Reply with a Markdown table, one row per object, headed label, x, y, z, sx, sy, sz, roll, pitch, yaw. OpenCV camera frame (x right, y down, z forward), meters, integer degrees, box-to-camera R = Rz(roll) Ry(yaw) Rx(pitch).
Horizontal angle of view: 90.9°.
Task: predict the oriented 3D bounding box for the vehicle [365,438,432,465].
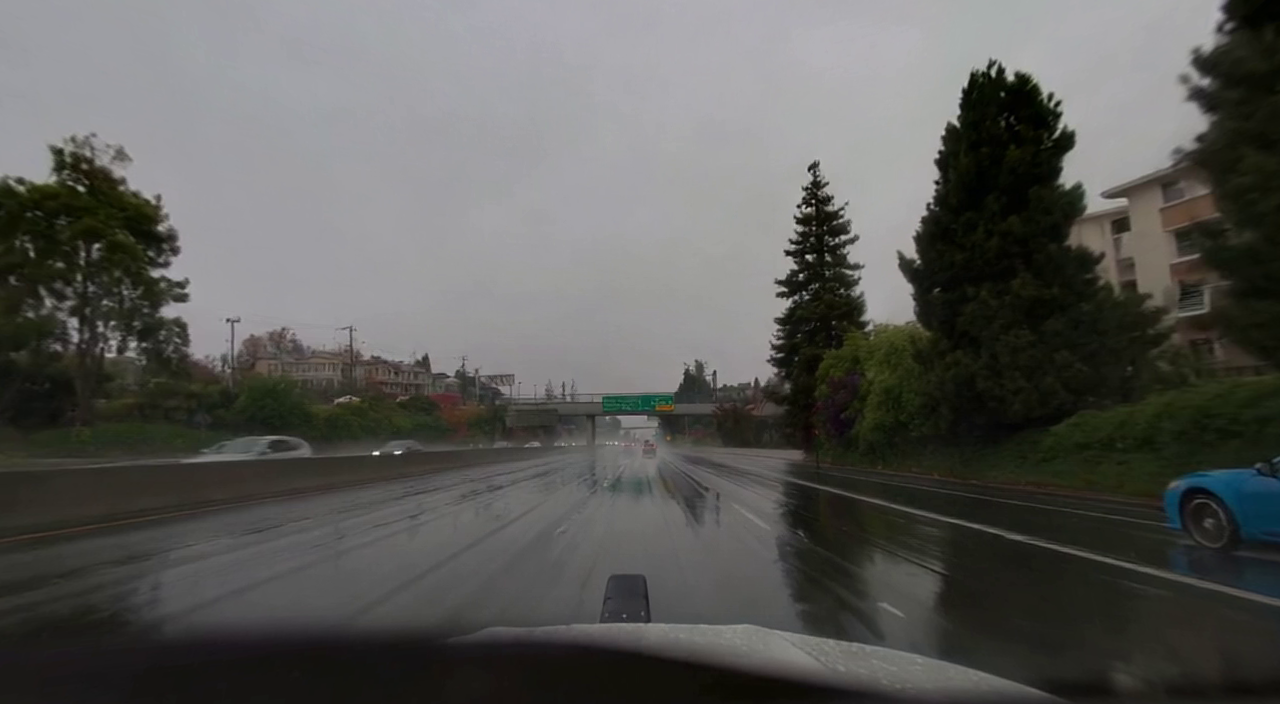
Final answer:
| label | x | y | z | sx | sy | sz | roll | pitch | yaw |
| --- | --- | --- | --- | --- | --- | --- | --- | --- | --- |
| vehicle | -14.656 | 6.069 | 38.549 | 1.990 | 1.513 | 5.047 | 0 | -8 | 1 |

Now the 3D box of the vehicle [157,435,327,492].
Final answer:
| label | x | y | z | sx | sy | sz | roll | pitch | yaw |
| --- | --- | --- | --- | --- | --- | --- | --- | --- | --- |
| vehicle | -11.508 | 3.237 | 18.724 | 1.907 | 1.475 | 4.661 | 0 | -8 | 1 |

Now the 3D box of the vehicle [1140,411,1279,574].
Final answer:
| label | x | y | z | sx | sy | sz | roll | pitch | yaw |
| --- | --- | --- | --- | --- | --- | --- | --- | --- | --- |
| vehicle | 7.570 | 1.345 | 5.817 | 2.031 | 1.651 | 4.791 | 0 | -8 | 1 |
